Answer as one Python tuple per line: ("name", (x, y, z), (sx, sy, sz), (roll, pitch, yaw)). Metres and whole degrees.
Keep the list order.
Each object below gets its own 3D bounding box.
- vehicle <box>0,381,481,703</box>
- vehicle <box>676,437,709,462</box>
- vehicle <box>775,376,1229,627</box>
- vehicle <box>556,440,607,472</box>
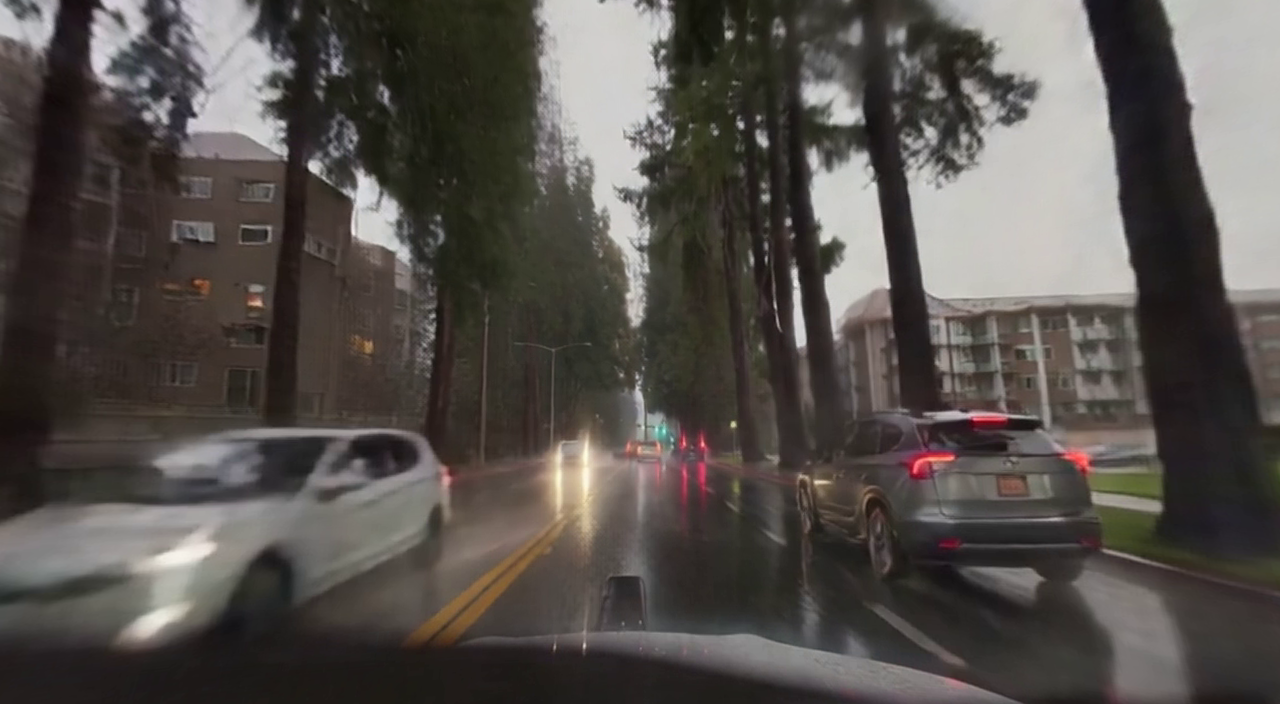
("vehicle", (-2.931, 1.198, 4.550), (2.182, 1.486, 4.809), (0, -8, 1))
("vehicle", (3.926, 7.354, 47.582), (2.069, 1.791, 4.422), (0, -8, 0))
("vehicle", (3.280, 1.497, 7.353), (2.219, 1.881, 5.104), (0, -8, 0))
("vehicle", (-2.934, 5.318, 32.435), (2.096, 1.515, 4.481), (0, -8, 2))
